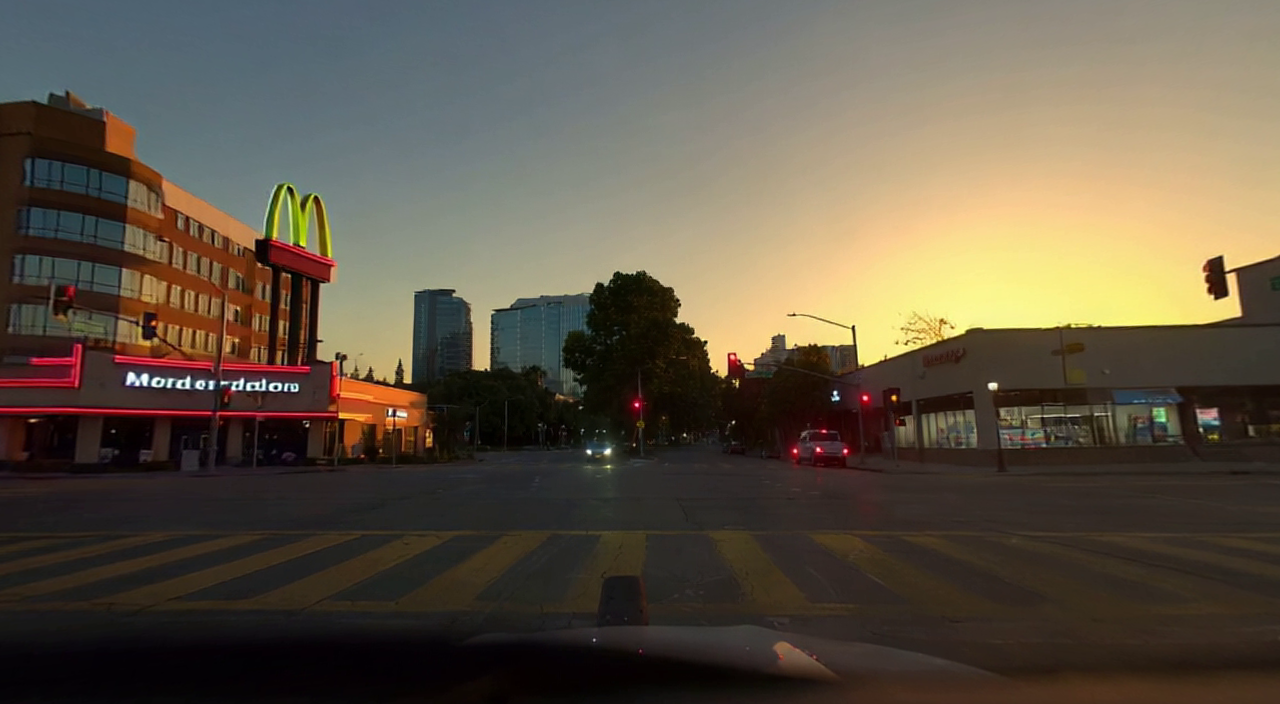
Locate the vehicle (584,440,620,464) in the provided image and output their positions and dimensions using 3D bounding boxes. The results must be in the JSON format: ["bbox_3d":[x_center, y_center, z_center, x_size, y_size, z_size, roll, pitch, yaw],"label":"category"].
[{"bbox_3d":[-2.509,6.661,42.184,2.104,1.468,4.195,0,-8,1],"label":"vehicle"}]
